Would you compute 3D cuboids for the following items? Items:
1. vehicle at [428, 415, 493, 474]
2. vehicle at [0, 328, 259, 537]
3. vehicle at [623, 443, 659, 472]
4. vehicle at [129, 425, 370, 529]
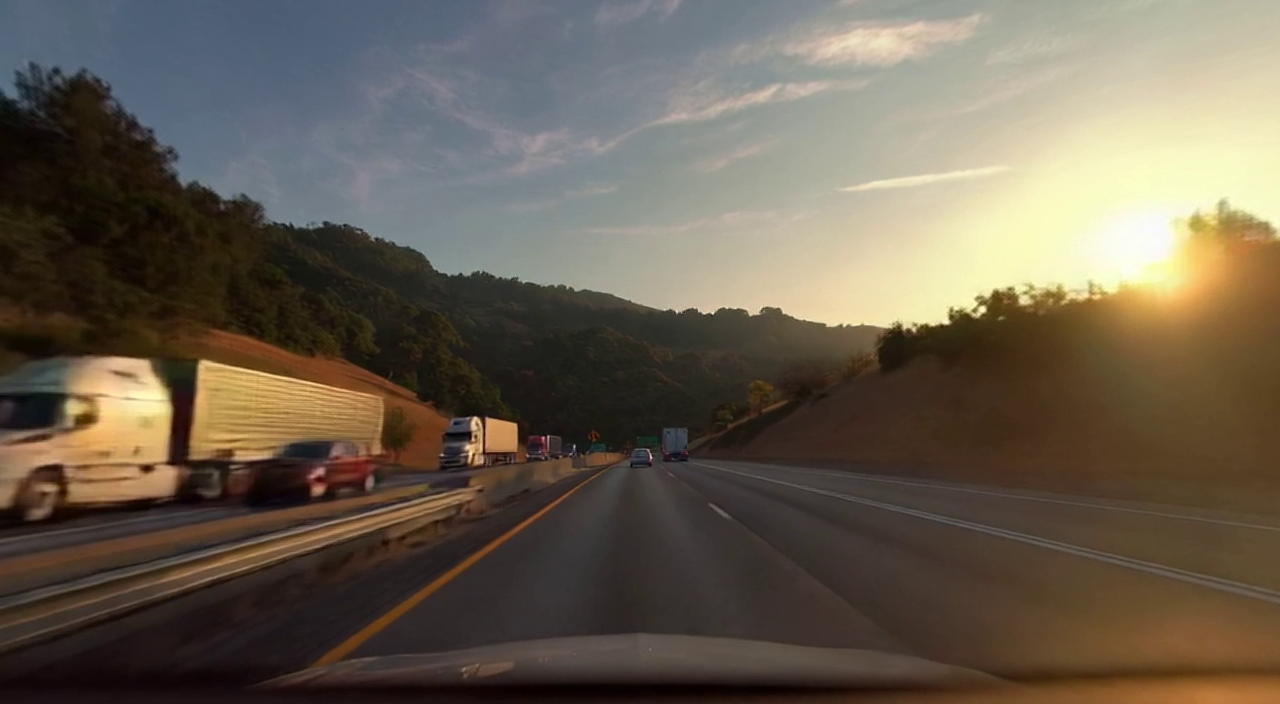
[{"bbox_3d":[-12.969,6.742,46.030,2.949,3.947,5.850,0,-9,0],"label":"vehicle"},{"bbox_3d":[-12.687,1.963,15.134,3.002,3.963,6.351,0,-9,-1],"label":"vehicle"},{"bbox_3d":[0.026,6.610,39.592,2.137,1.689,4.051,0,-9,-1],"label":"vehicle"},{"bbox_3d":[-8.477,2.753,14.538,2.292,1.917,5.174,0,-9,-1],"label":"vehicle"}]
